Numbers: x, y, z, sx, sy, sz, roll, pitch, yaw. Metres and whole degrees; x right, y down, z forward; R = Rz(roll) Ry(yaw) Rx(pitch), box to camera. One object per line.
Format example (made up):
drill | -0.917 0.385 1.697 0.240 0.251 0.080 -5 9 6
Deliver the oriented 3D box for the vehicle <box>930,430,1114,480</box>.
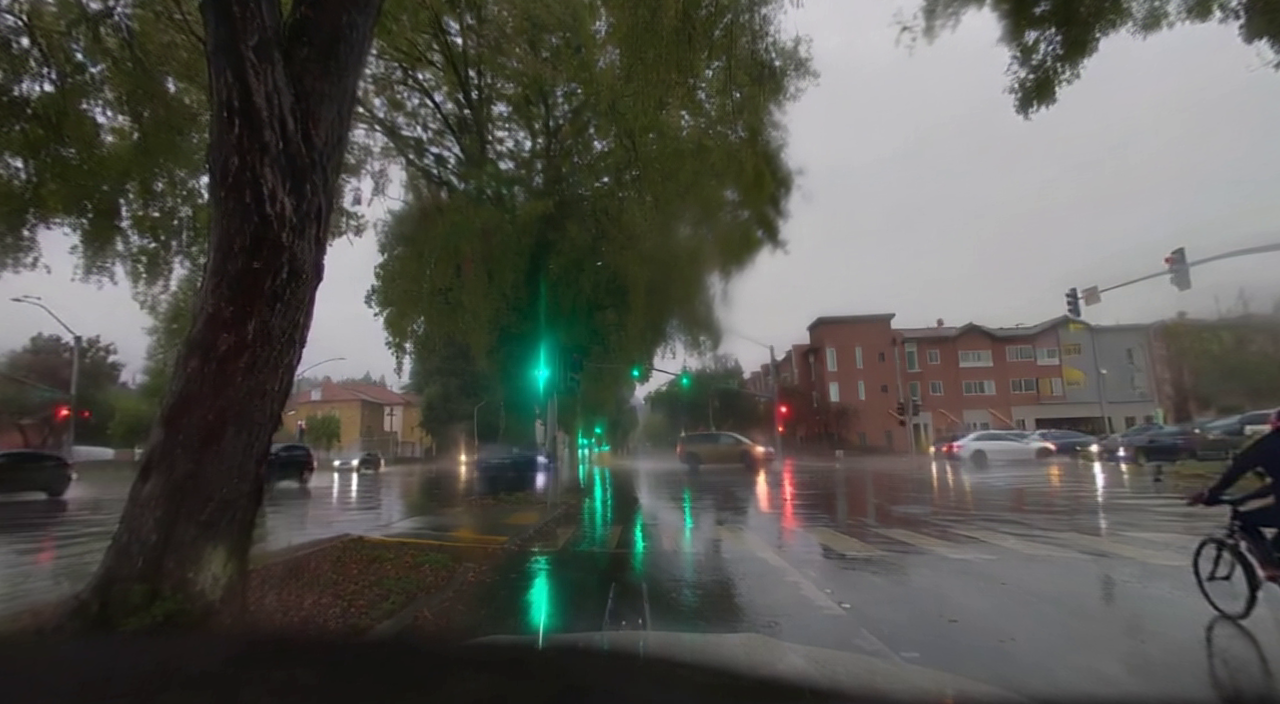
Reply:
vehicle | 12.643 3.465 21.251 5.017 1.515 2.006 -4 -9 23

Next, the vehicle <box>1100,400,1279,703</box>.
vehicle | 3.090 0.672 0.566 1.990 1.454 4.490 0 -8 1

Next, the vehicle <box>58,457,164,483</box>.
vehicle | -32.573 7.233 38.773 2.074 1.429 4.532 -6 -10 36

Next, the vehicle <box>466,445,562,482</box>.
vehicle | -4.991 4.313 24.593 1.921 1.304 4.050 7 -11 -40

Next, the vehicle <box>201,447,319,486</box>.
vehicle | -15.504 4.654 25.948 1.981 1.438 4.607 0 -8 0

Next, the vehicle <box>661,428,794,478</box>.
vehicle | 3.543 4.145 26.023 4.958 1.842 2.276 -7 -11 39
